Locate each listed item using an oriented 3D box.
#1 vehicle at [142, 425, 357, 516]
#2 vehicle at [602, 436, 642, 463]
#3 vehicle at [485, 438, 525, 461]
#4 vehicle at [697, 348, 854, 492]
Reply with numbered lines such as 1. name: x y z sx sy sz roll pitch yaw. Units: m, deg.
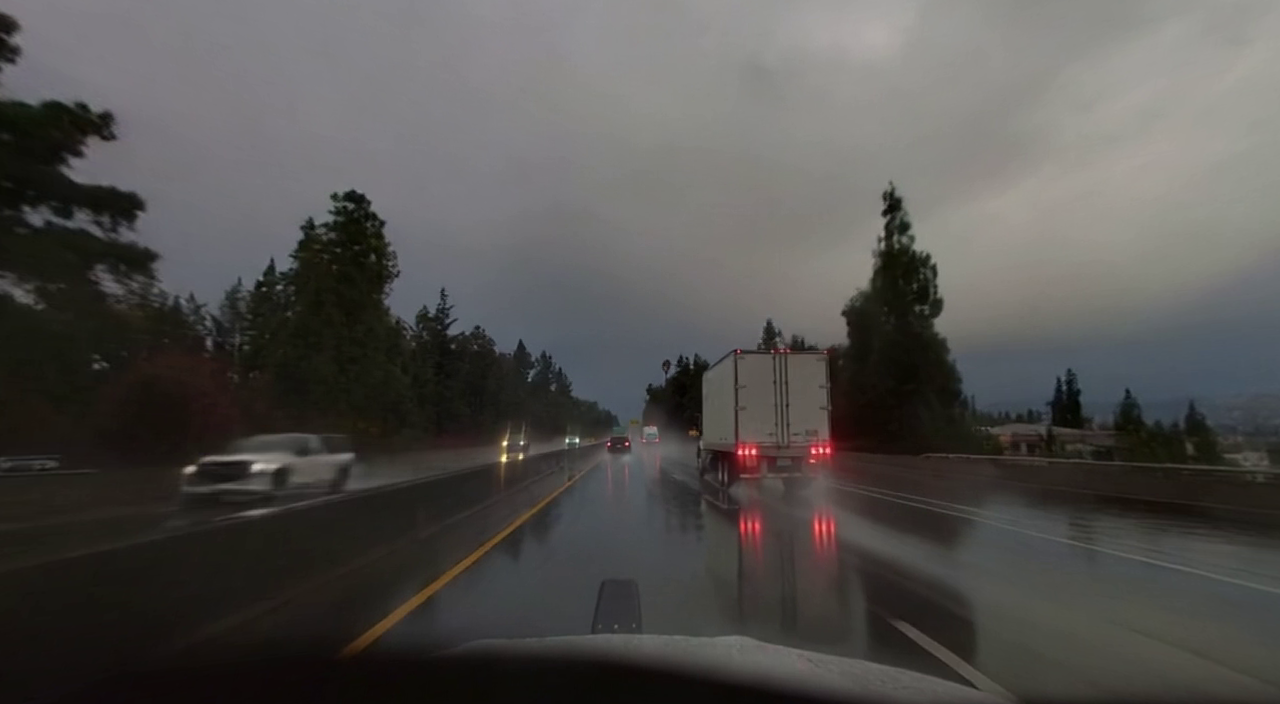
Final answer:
1. vehicle: -8.765 2.655 14.824 2.035 1.768 4.740 0 -8 -1
2. vehicle: -1.024 5.734 37.244 2.259 1.466 3.693 0 -8 -1
3. vehicle: -10.163 7.355 47.832 1.990 1.588 4.607 0 -8 0
4. vehicle: 3.695 2.198 19.644 2.921 3.526 8.207 0 -8 -1
